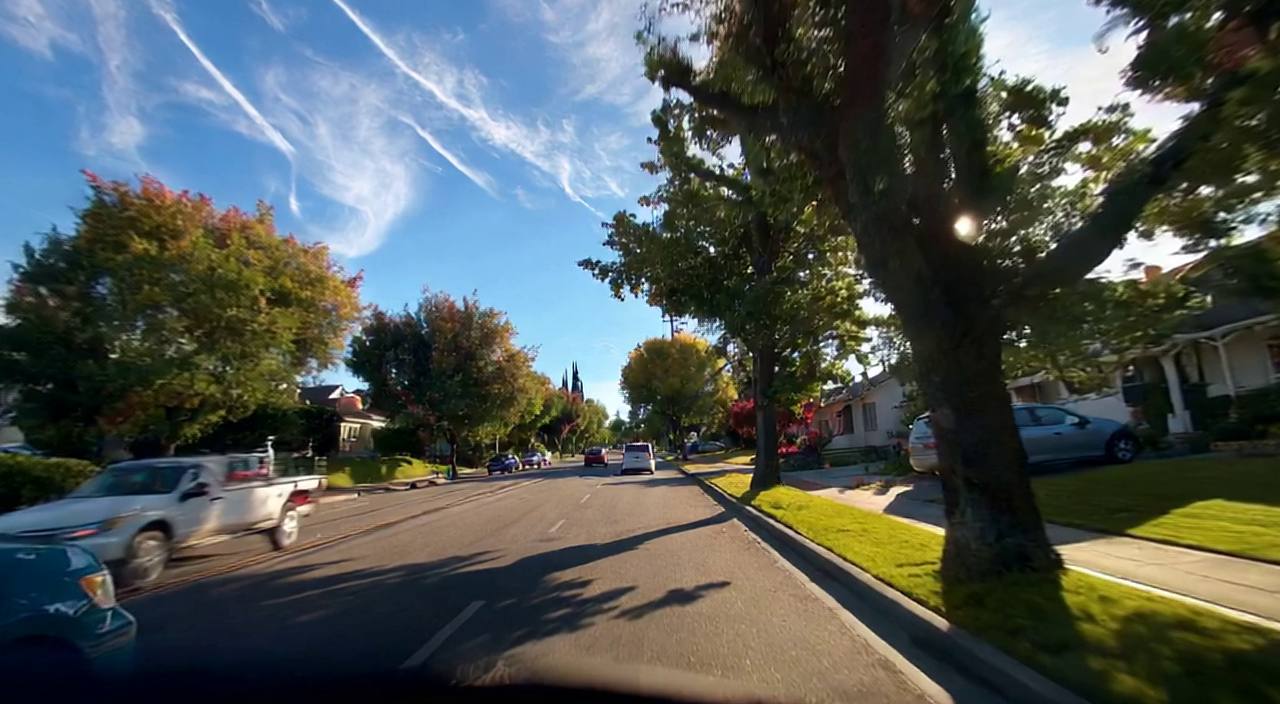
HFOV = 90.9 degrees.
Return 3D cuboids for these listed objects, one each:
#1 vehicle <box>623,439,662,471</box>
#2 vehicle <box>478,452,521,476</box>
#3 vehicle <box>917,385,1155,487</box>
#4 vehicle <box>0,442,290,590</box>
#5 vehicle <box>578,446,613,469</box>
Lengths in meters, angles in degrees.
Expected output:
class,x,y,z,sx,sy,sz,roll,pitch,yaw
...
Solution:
class,x,y,z,sx,sy,sz,roll,pitch,yaw
vehicle,0.158,5.902,36.192,2.120,1.718,3.909,0,-8,0
vehicle,-9.741,7.812,44.120,1.879,1.494,4.445,-1,-8,2
vehicle,8.942,1.957,14.568,3.992,1.722,1.911,-7,-9,2
vehicle,-7.534,2.219,9.470,1.977,1.680,4.245,-1,-8,2
vehicle,-2.962,7.145,43.016,1.968,1.472,4.489,0,-8,2
